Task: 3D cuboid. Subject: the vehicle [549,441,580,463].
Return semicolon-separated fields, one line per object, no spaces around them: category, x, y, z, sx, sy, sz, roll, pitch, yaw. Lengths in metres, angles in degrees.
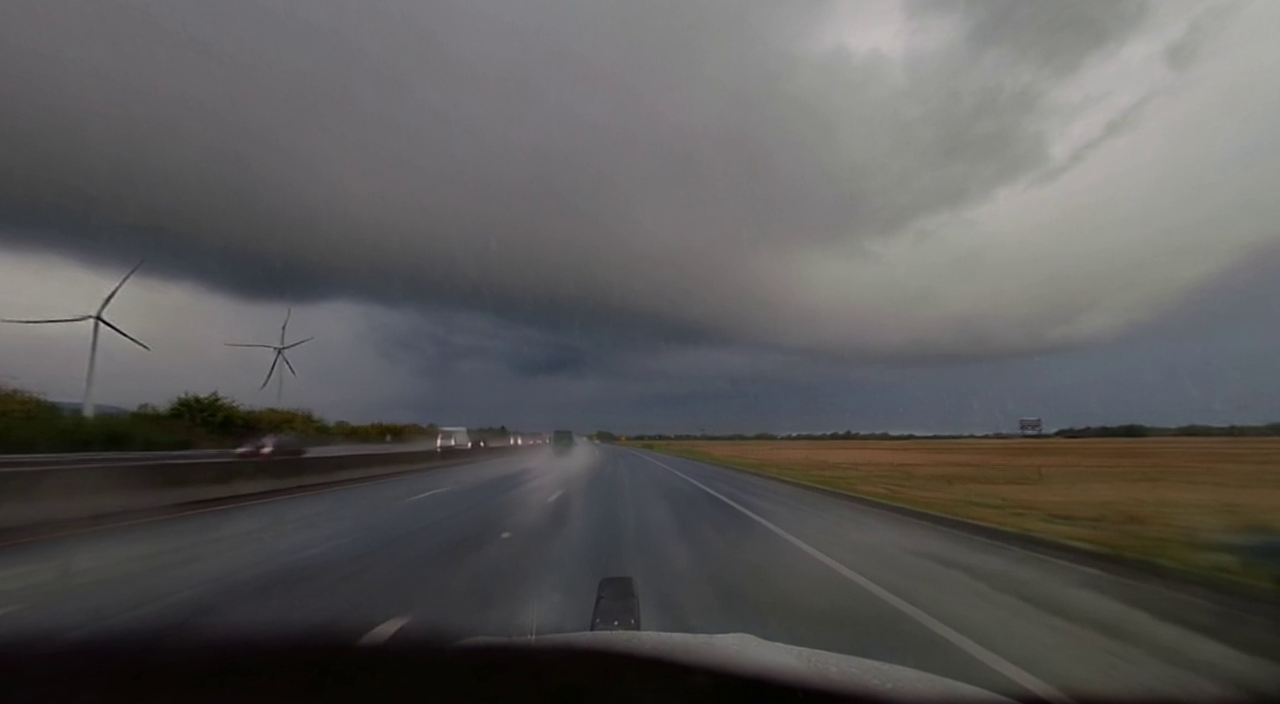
vehicle;-5.619;7.475;47.171;2.053;1.549;4.097;0;-8;-3

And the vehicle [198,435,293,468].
vehicle;-20.284;5.123;32.671;2.008;1.530;4.758;0;-8;-2
